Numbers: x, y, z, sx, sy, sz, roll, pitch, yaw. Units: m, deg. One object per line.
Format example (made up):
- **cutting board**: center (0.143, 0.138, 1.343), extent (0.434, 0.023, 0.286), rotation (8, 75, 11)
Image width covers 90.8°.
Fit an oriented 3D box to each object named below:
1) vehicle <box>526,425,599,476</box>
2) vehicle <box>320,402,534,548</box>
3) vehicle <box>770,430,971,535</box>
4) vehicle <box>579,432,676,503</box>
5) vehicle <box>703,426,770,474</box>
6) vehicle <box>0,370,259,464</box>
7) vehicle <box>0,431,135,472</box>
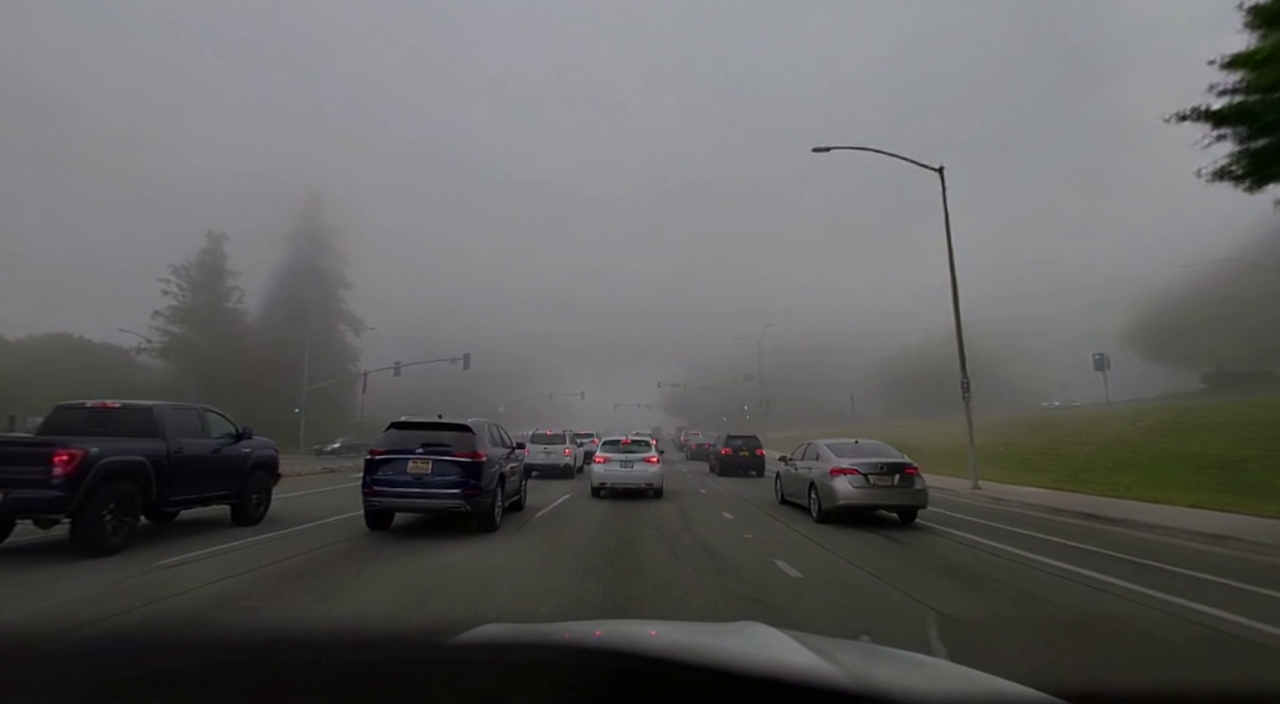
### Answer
- **vehicle**: center (-2.961, 3.928, 25.331), extent (2.218, 1.829, 4.492), rotation (0, -8, 2)
- **vehicle**: center (-3.022, 1.878, 10.390), extent (2.111, 1.745, 5.274), rotation (1, -8, -5)
- **vehicle**: center (3.669, 2.137, 10.998), extent (1.884, 1.463, 4.195), rotation (0, -8, 0)
- **vehicle**: center (-0.254, 2.744, 15.478), extent (2.030, 1.477, 4.330), rotation (0, -8, 0)
- **vehicle**: center (3.946, 4.097, 26.638), extent (2.099, 1.845, 4.363), rotation (0, -8, 0)
- **vehicle**: center (-27.868, 3.930, 35.447), extent (3.181, 4.189, 14.107), rotation (-1, -8, 5)
- **vehicle**: center (-23.513, 4.034, 25.769), extent (1.865, 1.493, 4.712), rotation (0, -8, 1)
